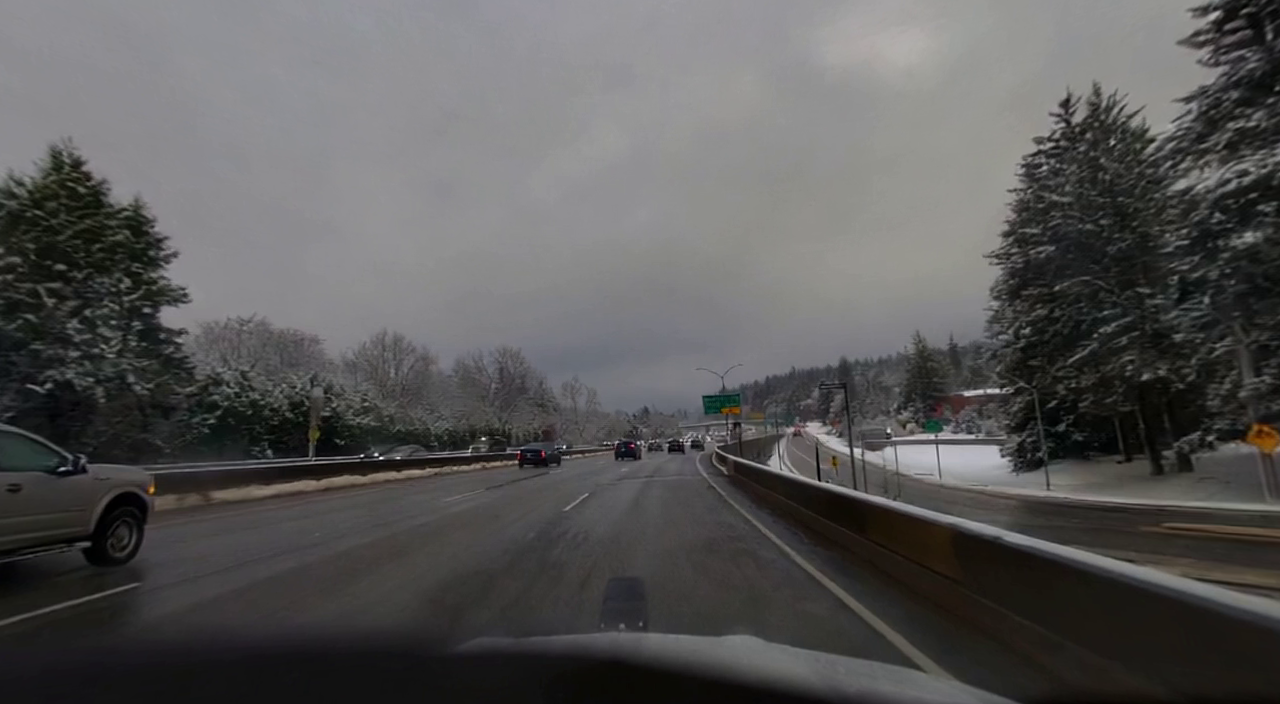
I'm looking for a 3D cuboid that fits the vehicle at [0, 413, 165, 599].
[{"bbox_3d":[-6.643,1.285,4.993,1.923,1.630,4.857,0,-8,1],"label":"vehicle"}]

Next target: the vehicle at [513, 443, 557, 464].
[{"bbox_3d":[-7.826,7.638,47.478,2.038,1.494,4.729,-1,-8,5],"label":"vehicle"}]

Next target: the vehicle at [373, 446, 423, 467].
[{"bbox_3d":[-18.117,7.819,47.321,1.811,1.438,4.073,-1,-8,5],"label":"vehicle"}]
